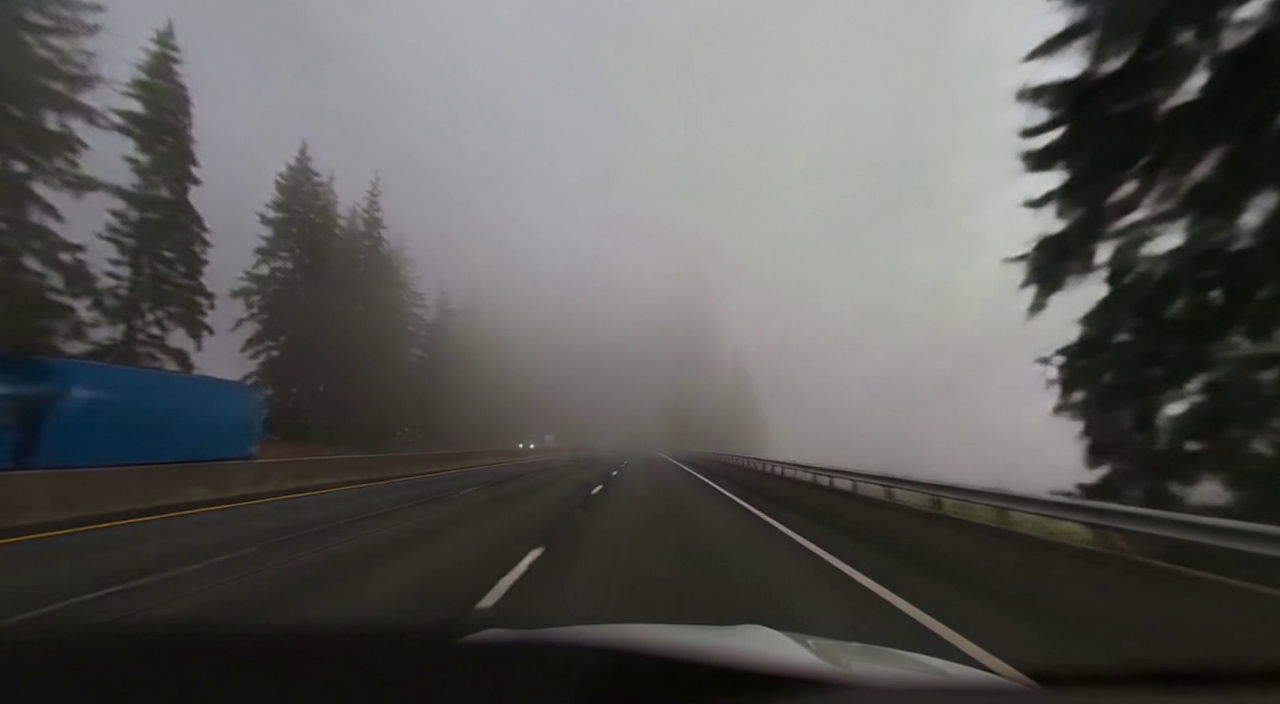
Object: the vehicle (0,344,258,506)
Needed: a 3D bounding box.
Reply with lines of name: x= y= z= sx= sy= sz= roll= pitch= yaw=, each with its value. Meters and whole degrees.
vehicle: x=-17.226 y=2.469 z=20.087 sx=2.939 sy=3.962 sz=11.102 roll=0 pitch=-8 yaw=1
